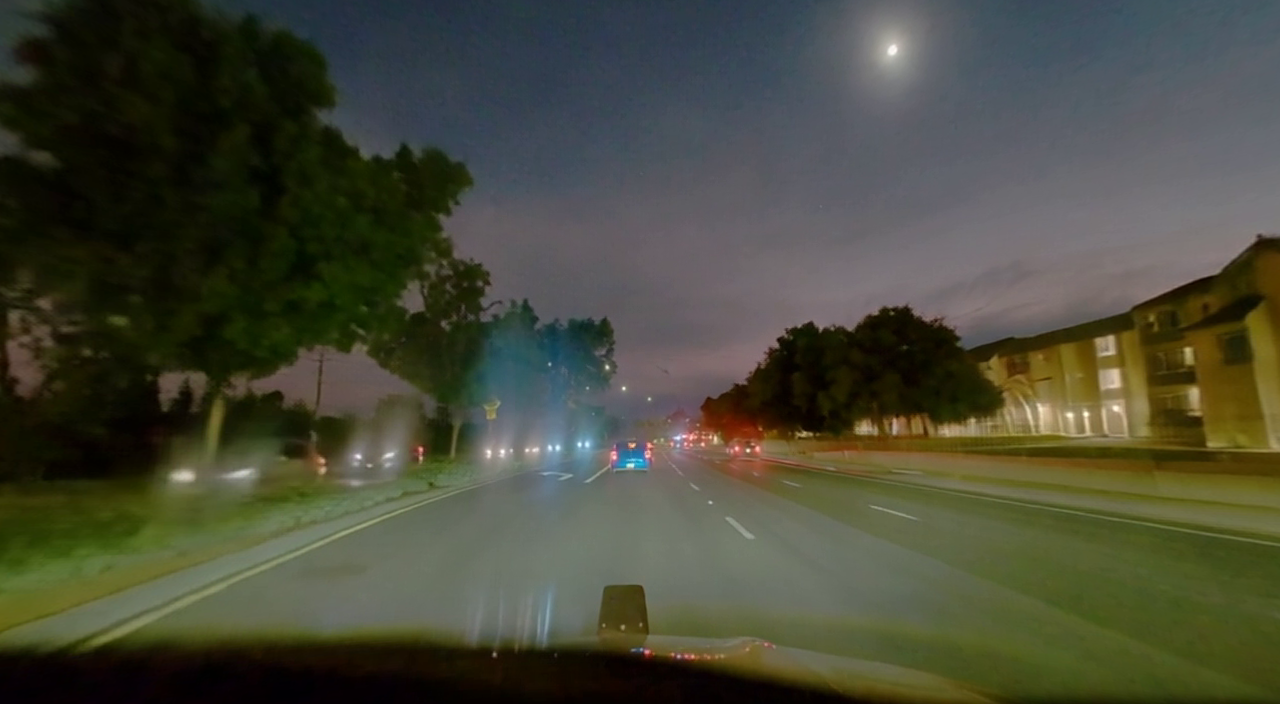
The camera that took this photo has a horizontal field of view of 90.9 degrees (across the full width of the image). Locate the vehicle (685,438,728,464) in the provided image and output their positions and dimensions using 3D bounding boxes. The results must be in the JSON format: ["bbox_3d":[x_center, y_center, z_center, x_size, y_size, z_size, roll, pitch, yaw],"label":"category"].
[{"bbox_3d":[3.993,6.042,38.682,2.067,1.514,4.188,0,-8,-1],"label":"vehicle"}]

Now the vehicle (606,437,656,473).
[{"bbox_3d":[-0.363,4.567,28.131,2.102,1.481,3.907,0,-8,0],"label":"vehicle"}]

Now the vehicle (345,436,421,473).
[{"bbox_3d":[-14.064,5.618,34.809,2.156,1.889,4.750,0,-8,1],"label":"vehicle"}]

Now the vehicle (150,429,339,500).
[{"bbox_3d":[-10.472,3.008,17.249,2.071,1.645,4.654,0,-8,1],"label":"vehicle"}]

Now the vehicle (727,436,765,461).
[{"bbox_3d":[7.615,6.970,45.651,1.972,1.700,4.269,0,-8,0],"label":"vehicle"}]
